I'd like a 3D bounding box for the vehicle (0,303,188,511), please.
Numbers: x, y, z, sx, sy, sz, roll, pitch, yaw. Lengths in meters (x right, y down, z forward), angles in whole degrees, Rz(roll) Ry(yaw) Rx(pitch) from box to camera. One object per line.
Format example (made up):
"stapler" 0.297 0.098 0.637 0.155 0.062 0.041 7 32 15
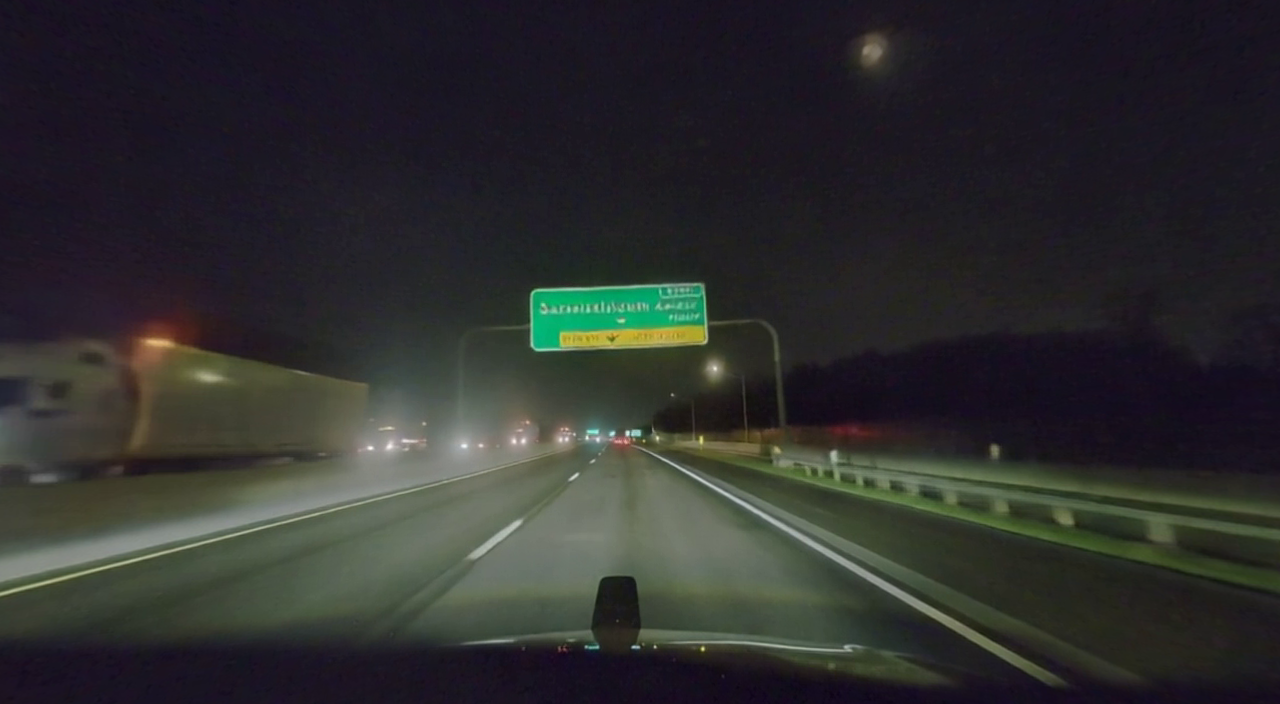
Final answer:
"vehicle" -13.428 1.264 13.524 2.967 3.842 5.829 0 -8 0
